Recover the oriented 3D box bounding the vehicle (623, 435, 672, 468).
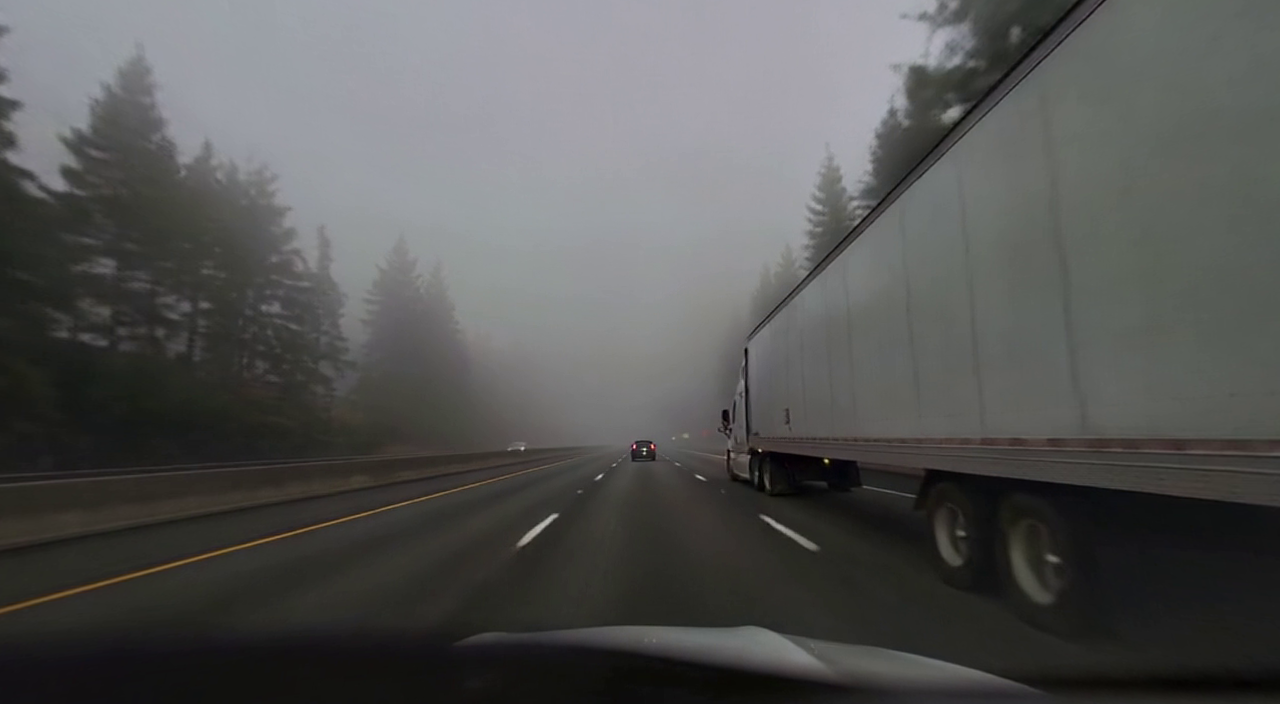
[{"bbox_3d":[0.438,5.084,32.379,2.139,1.607,4.034,-1,-8,6],"label":"vehicle"}]

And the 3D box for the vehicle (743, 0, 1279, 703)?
[{"bbox_3d":[4.141,0.517,8.856,3.005,4.131,14.221,0,-8,0],"label":"vehicle"}]
